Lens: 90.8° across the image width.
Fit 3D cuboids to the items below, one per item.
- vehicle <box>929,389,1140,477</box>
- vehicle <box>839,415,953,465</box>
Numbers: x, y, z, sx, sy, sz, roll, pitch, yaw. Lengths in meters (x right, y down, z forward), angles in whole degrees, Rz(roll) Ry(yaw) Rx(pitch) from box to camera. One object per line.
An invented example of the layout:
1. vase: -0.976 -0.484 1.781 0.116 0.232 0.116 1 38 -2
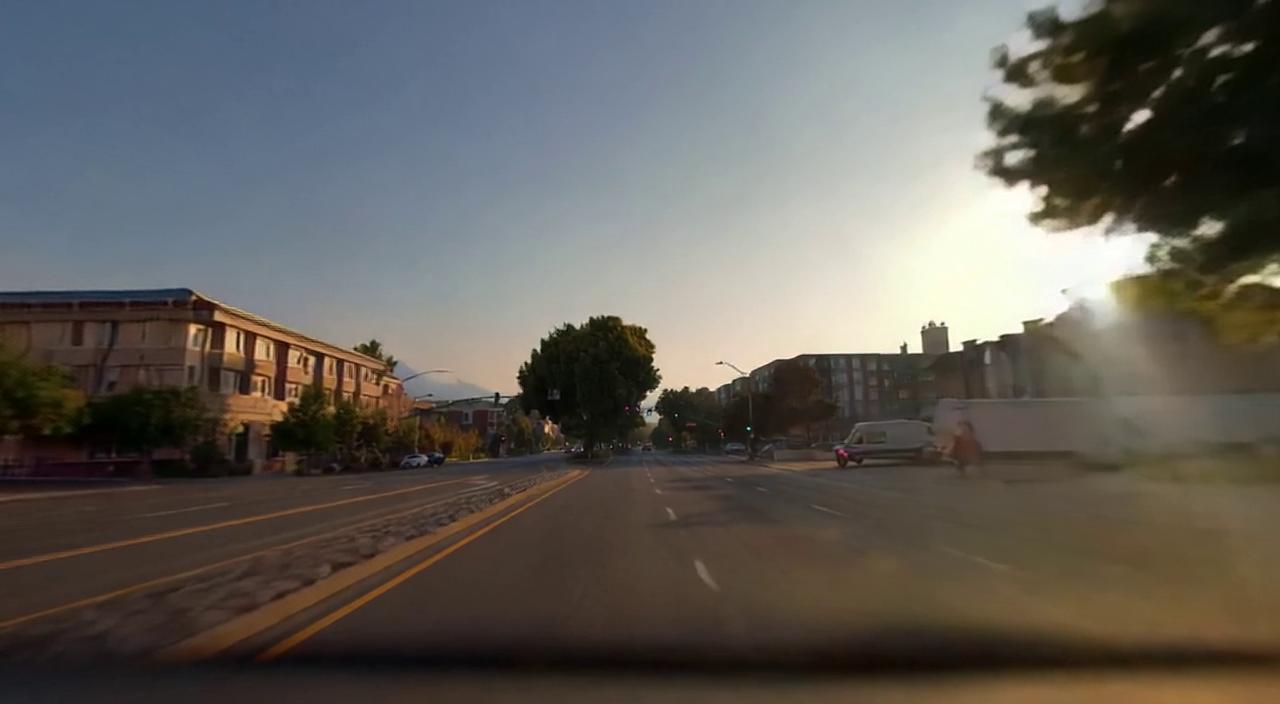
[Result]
1. vehicle: 16.781 3.499 27.235 7.225 3.553 2.709 0 -9 -3
2. vehicle: 17.634 6.145 43.938 6.639 3.312 2.759 0 -9 2
